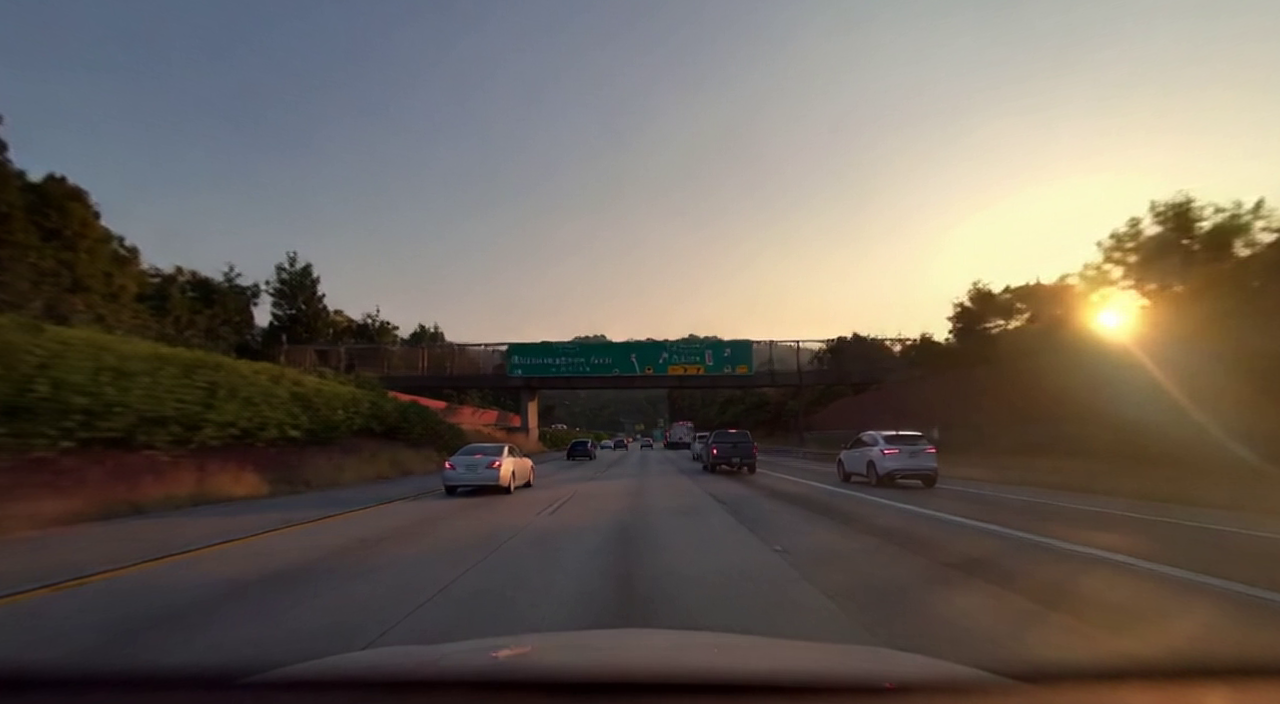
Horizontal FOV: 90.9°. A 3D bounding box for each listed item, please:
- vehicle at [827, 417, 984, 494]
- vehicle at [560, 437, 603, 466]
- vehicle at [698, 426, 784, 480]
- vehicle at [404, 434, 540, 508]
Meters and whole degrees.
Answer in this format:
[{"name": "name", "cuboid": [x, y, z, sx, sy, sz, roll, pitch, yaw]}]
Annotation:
[{"name": "vehicle", "cuboid": [7.727, 3.114, 19.238, 2.291, 1.968, 5.662, 0, -9, 0]}, {"name": "vehicle", "cuboid": [-3.400, 5.880, 37.425, 2.020, 1.628, 4.248, 0, -9, 1]}, {"name": "vehicle", "cuboid": [3.947, 4.124, 25.911, 2.517, 1.935, 5.552, 0, -9, -1]}, {"name": "vehicle", "cuboid": [-3.721, 2.715, 14.803, 1.978, 1.473, 4.073, 0, -9, 1]}]
